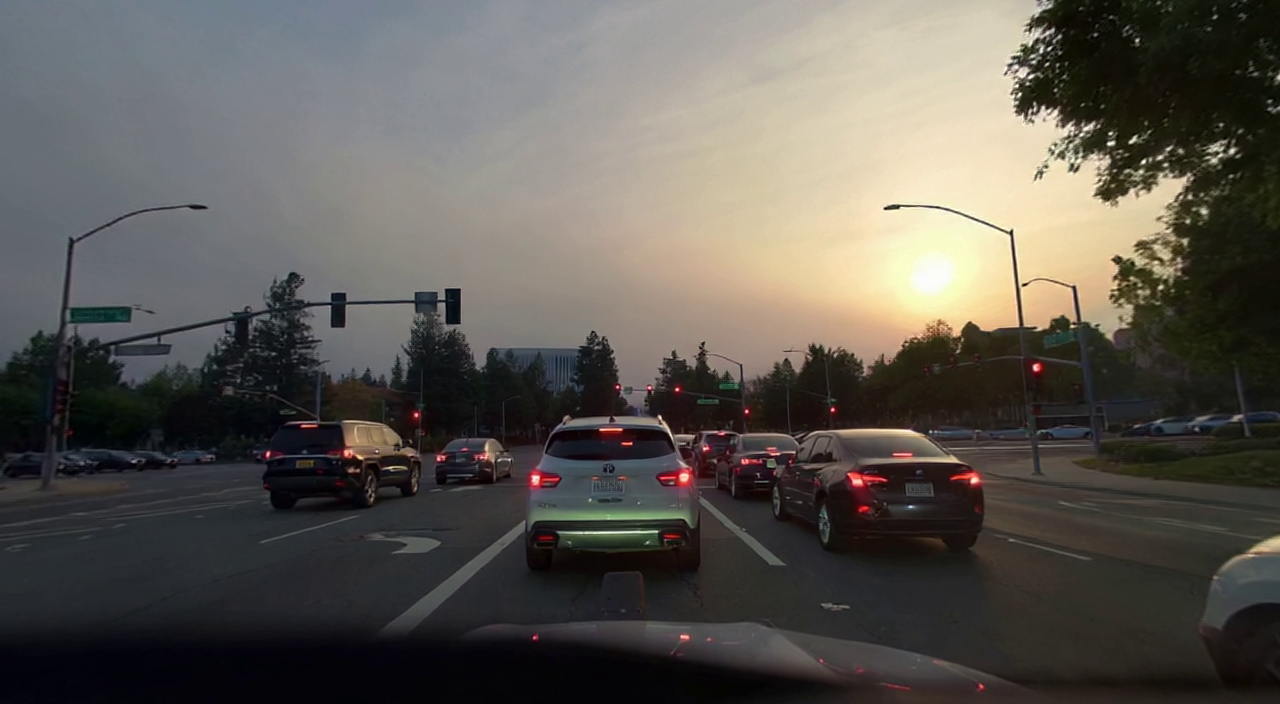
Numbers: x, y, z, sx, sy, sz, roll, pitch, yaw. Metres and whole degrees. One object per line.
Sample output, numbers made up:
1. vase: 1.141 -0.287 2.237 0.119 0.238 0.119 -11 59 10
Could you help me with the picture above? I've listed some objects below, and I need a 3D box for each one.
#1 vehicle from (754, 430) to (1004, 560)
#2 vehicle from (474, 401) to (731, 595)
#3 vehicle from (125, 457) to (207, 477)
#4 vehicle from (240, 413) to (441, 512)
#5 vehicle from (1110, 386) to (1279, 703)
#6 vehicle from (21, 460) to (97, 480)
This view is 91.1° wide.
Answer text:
1. vehicle: 3.150 1.972 9.485 1.971 1.473 4.495 0 -8 0
2. vehicle: -0.319 1.590 7.636 2.256 1.694 4.055 0 -8 0
3. vehicle: -37.325 9.056 49.469 4.914 1.487 1.850 0 -8 0
4. vehicle: -6.735 2.560 14.996 2.214 1.953 5.017 0 -8 1
5. vehicle: 3.300 0.674 0.835 1.980 1.515 4.362 0 -8 1
6. vehicle: -45.686 9.277 49.394 4.232 1.498 1.791 0 -8 1
